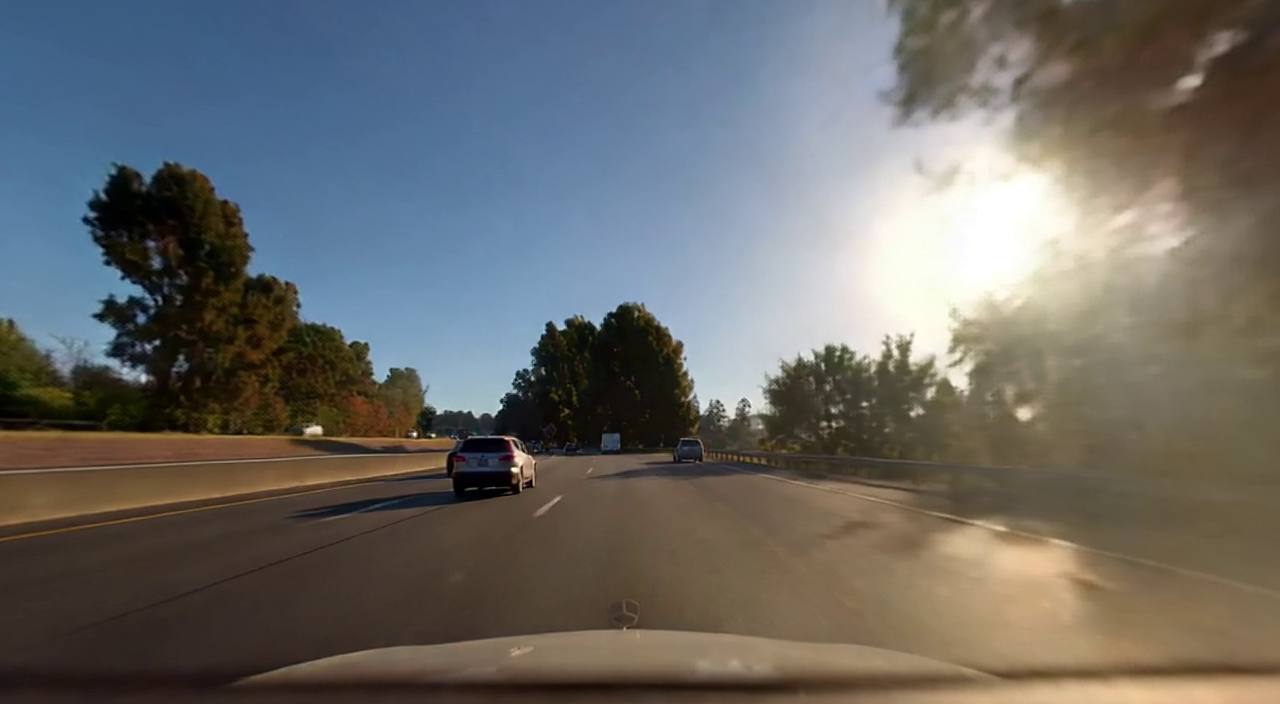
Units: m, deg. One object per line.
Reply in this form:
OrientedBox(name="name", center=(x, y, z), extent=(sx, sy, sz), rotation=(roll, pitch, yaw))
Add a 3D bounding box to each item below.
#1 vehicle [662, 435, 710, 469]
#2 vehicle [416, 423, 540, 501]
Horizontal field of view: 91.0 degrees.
OrientedBox(name="vehicle", center=(2.418, 5.425, 34.080), extent=(2.053, 1.698, 4.097), rotation=(1, -9, -3))
OrientedBox(name="vehicle", center=(-3.882, 2.728, 15.924), extent=(2.002, 1.680, 4.301), rotation=(0, -9, 0))
